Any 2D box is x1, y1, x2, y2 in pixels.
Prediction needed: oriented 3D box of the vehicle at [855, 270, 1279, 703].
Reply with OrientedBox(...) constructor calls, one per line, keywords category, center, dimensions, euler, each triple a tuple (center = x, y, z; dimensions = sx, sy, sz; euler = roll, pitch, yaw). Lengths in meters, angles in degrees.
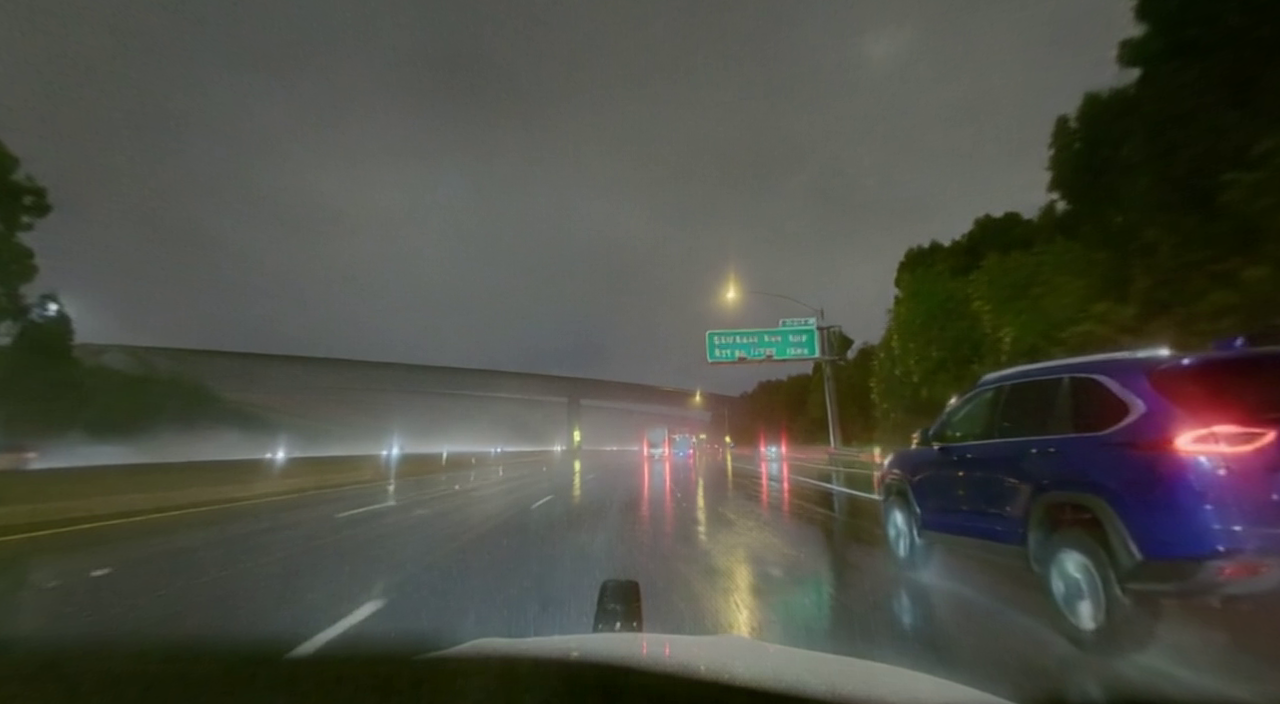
OrientedBox(category="vehicle", center=(3.545, 0.920, 4.500), dimensions=(2.155, 1.918, 4.945), euler=(-1, -8, -1))
